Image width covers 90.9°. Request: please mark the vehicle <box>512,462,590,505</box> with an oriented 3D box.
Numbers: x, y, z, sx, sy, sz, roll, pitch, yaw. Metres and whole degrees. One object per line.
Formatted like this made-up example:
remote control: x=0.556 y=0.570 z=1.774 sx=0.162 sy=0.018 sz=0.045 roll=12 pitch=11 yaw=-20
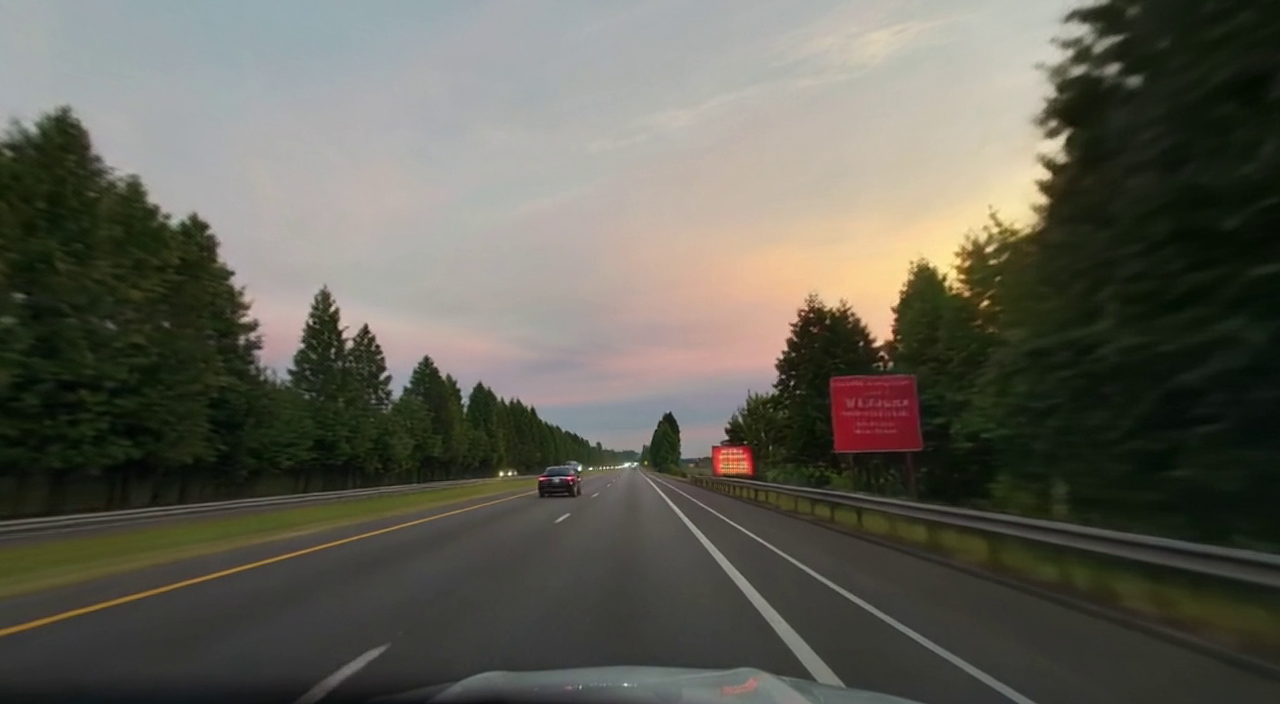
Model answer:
vehicle: x=-3.240 y=4.950 z=23.948 sx=2.183 sy=1.435 sz=4.653 roll=0 pitch=-10 yaw=1
